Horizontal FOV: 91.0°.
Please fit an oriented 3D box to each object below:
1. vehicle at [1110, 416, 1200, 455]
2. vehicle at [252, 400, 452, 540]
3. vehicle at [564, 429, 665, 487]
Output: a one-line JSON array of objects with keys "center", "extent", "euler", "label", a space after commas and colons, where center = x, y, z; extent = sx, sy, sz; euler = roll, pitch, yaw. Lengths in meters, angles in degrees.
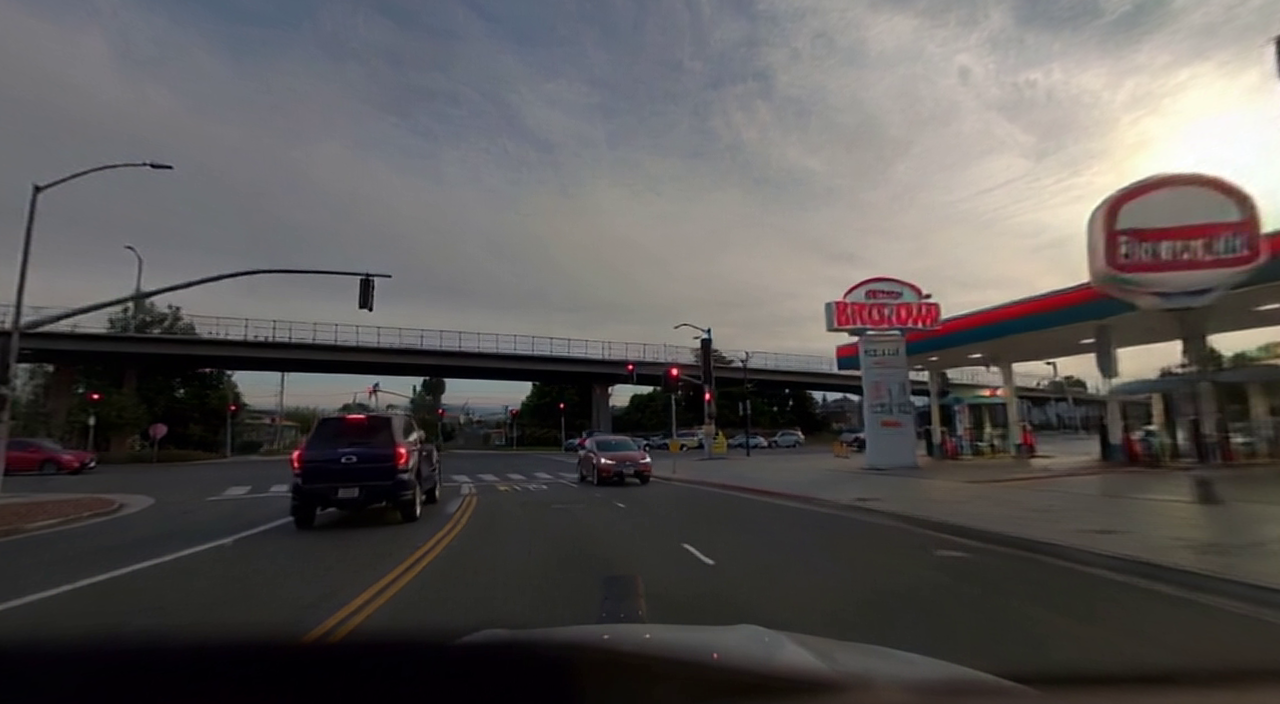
[{"center": [25.393, 4.176, 31.003], "extent": [4.595, 1.764, 2.160], "euler": [6, -11, -35], "label": "vehicle"}, {"center": [-4.954, 2.101, 11.740], "extent": [2.254, 2.006, 4.766], "euler": [2, -9, -11], "label": "vehicle"}, {"center": [-1.055, 3.754, 22.560], "extent": [2.202, 1.822, 4.826], "euler": [4, -9, -20], "label": "vehicle"}]
